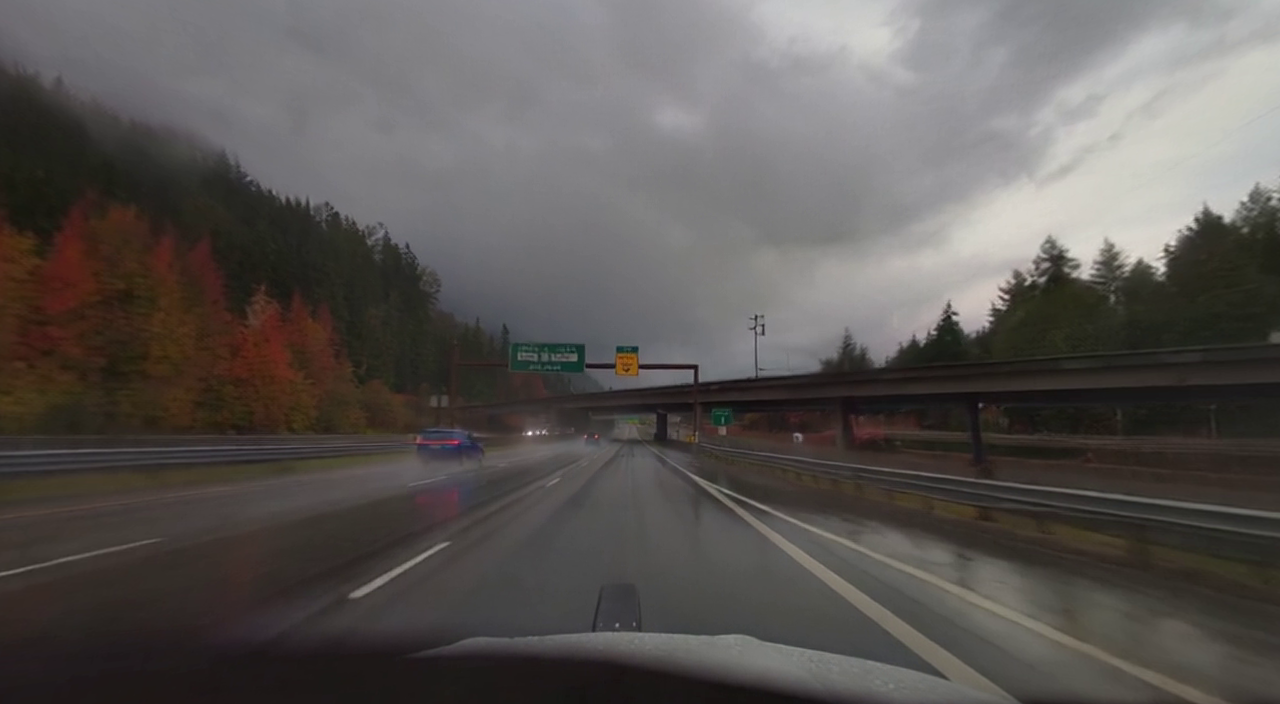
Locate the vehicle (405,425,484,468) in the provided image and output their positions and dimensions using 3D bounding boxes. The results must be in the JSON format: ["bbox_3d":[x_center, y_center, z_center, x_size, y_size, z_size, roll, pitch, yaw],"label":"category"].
[{"bbox_3d":[-8.321,4.054,27.261,1.987,1.677,4.580,0,-8,0],"label":"vehicle"}]
